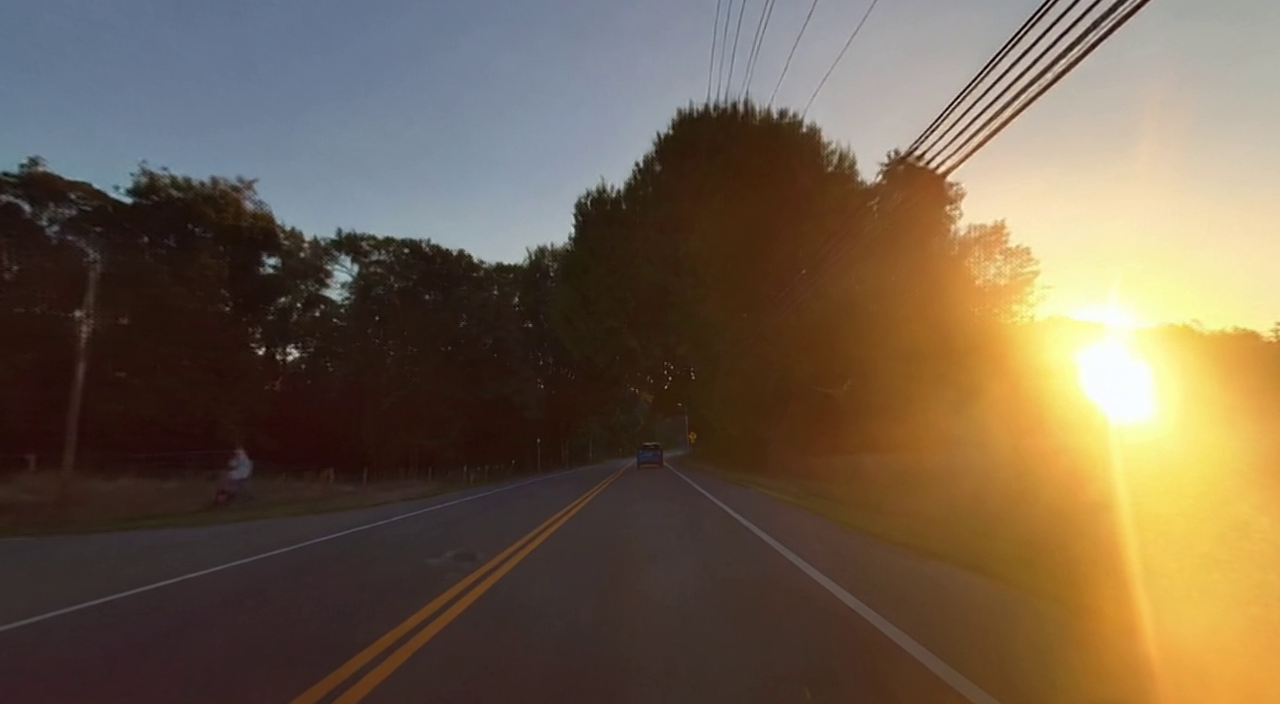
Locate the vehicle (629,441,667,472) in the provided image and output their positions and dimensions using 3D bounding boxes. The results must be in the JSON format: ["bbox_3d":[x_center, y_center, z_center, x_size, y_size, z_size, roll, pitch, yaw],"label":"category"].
[{"bbox_3d":[0.537,7.309,44.443,2.468,2.056,4.422,0,-9,0],"label":"vehicle"}]
